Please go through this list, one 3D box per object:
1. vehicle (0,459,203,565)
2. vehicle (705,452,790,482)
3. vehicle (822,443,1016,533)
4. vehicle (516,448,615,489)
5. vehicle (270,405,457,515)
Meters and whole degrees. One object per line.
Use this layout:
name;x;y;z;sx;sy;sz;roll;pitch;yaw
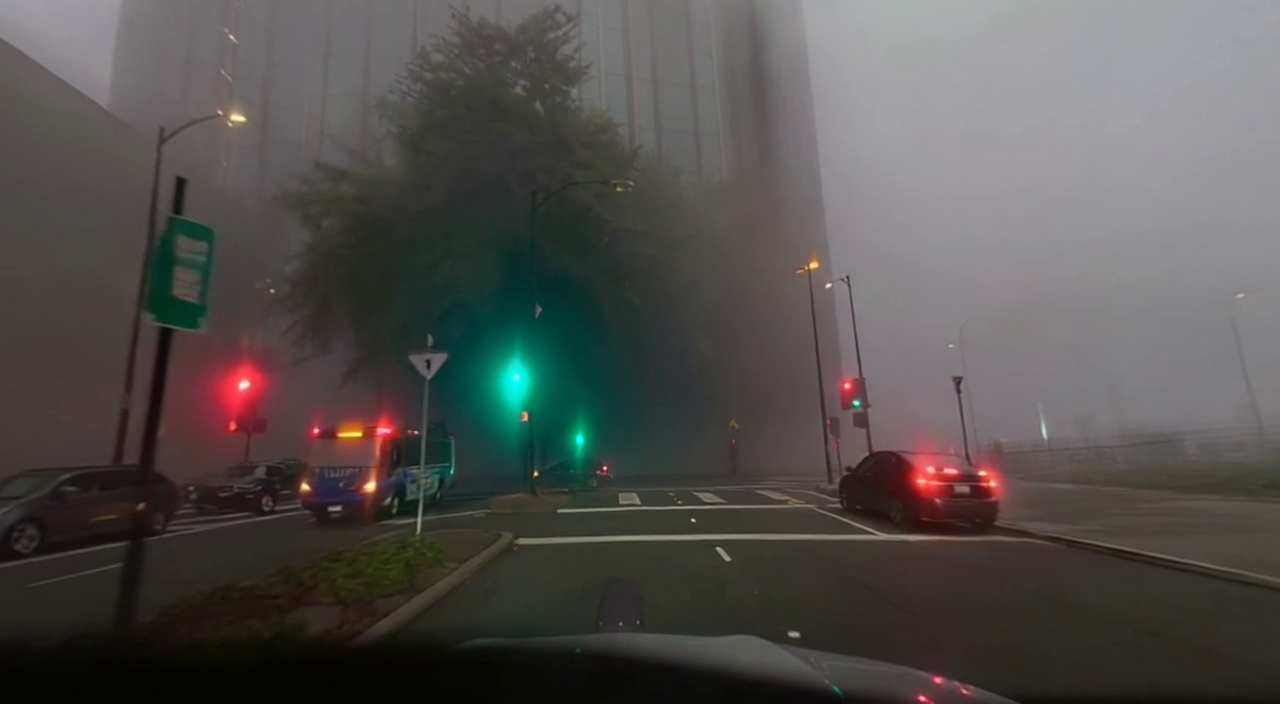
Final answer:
vehicle;-11.377;3.005;12.653;1.968;1.608;4.609;0;-8;-1
vehicle;6.218;6.703;36.963;4.693;1.617;1.849;-1;-8;2
vehicle;5.469;2.679;13.166;1.888;1.536;4.381;0;-8;-2
vehicle;-3.839;5.987;32.851;4.742;1.906;1.933;6;-10;-35
vehicle;-8.380;3.378;20.291;2.591;2.910;6.652;-1;-8;4
